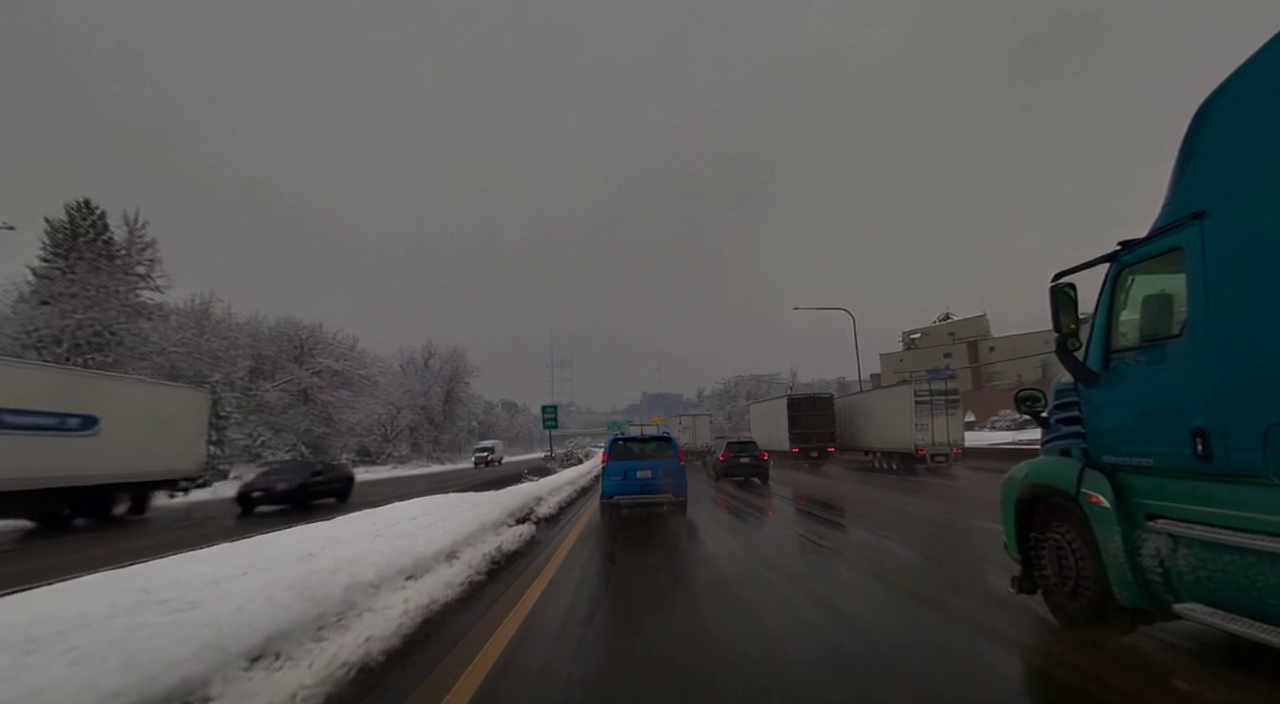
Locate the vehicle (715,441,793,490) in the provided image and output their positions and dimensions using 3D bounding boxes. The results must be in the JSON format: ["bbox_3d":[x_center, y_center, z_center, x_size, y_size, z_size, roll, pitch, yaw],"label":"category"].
[{"bbox_3d":[3.802,3.843,21.534,1.859,1.512,3.711,0,-9,-2],"label":"vehicle"}]

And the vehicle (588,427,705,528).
[{"bbox_3d":[0.116,2.390,12.357,1.965,1.664,3.428,0,-9,0],"label":"vehicle"}]

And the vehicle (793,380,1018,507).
[{"bbox_3d":[7.987,3.102,21.128,2.799,3.188,10.578,0,-9,-1],"label":"vehicle"}]

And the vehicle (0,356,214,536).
[{"bbox_3d":[-15.895,1.991,13.190,2.935,4.012,16.174,0,-9,-1],"label":"vehicle"}]

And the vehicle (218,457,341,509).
[{"bbox_3d":[-12.010,4.344,21.228,1.917,1.518,3.802,0,-9,-1],"label":"vehicle"}]

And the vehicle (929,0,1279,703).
[{"bbox_3d":[4.190,-0.054,2.595,2.987,3.877,5.881,0,-9,0],"label":"vehicle"}]
